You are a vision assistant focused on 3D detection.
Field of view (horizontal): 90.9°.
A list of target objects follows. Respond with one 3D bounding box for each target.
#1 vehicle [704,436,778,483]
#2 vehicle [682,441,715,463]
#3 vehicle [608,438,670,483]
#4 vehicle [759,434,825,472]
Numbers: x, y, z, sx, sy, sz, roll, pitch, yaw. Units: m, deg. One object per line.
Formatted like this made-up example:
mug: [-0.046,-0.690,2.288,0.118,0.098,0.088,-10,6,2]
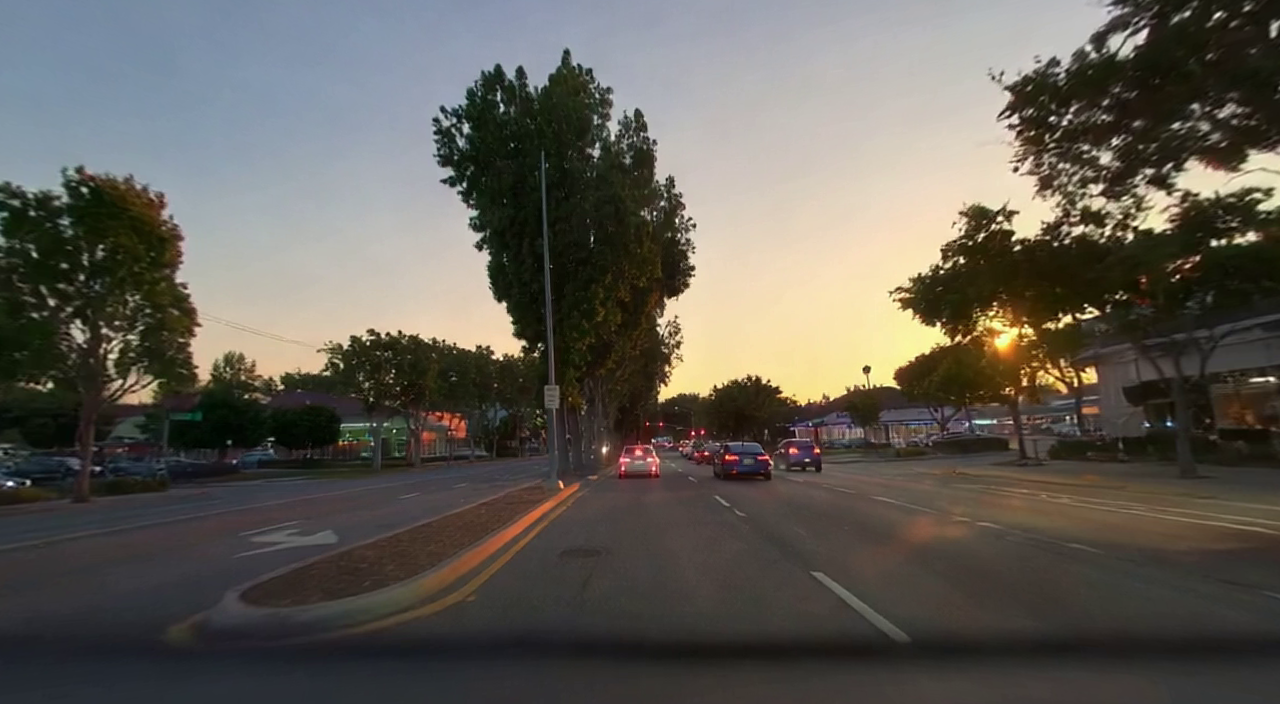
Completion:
vehicle: [3.546,3.846,22.952,1.988,1.528,4.144,0,-8,0]
vehicle: [4.093,7.072,44.621,1.862,1.457,4.204,0,-8,0]
vehicle: [-0.046,3.932,23.209,2.096,1.473,3.893,0,-8,0]
vehicle: [7.289,4.905,30.751,2.044,1.701,4.397,0,-8,-1]
